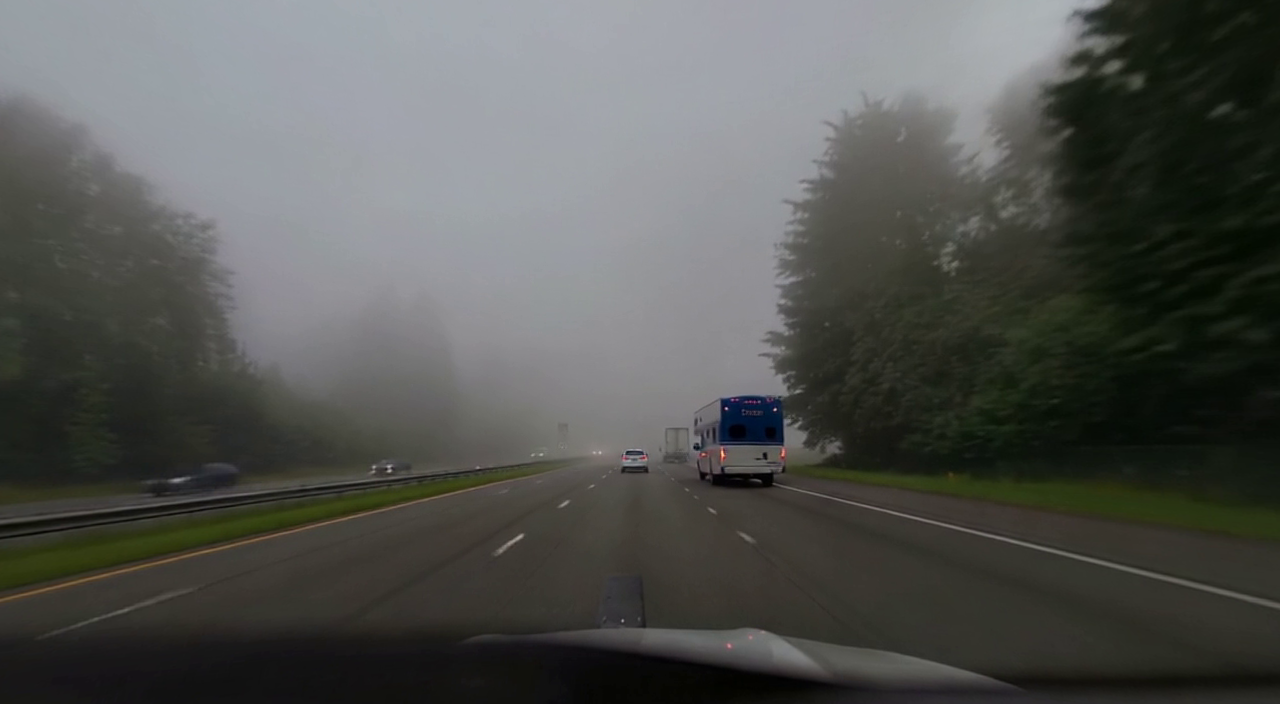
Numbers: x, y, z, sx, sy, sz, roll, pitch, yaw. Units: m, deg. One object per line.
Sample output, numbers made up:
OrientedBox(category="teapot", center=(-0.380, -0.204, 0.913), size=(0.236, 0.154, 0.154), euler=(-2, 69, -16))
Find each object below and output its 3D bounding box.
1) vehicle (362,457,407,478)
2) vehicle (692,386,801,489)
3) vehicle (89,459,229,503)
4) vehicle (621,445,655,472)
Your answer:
OrientedBox(category="vehicle", center=(-19.221, 8.700, 47.634), size=(1.732, 1.489, 3.852), euler=(0, -9, 1))
OrientedBox(category="vehicle", center=(4.012, 3.628, 26.128), size=(2.931, 3.530, 8.760), euler=(0, -9, 0))
OrientedBox(category="vehicle", center=(-19.354, 5.191, 25.709), size=(1.951, 1.532, 4.727), euler=(0, -9, 0))
OrientedBox(category="vehicle", center=(-0.115, 7.108, 42.119), size=(2.151, 1.678, 3.923), euler=(0, -9, 1))
